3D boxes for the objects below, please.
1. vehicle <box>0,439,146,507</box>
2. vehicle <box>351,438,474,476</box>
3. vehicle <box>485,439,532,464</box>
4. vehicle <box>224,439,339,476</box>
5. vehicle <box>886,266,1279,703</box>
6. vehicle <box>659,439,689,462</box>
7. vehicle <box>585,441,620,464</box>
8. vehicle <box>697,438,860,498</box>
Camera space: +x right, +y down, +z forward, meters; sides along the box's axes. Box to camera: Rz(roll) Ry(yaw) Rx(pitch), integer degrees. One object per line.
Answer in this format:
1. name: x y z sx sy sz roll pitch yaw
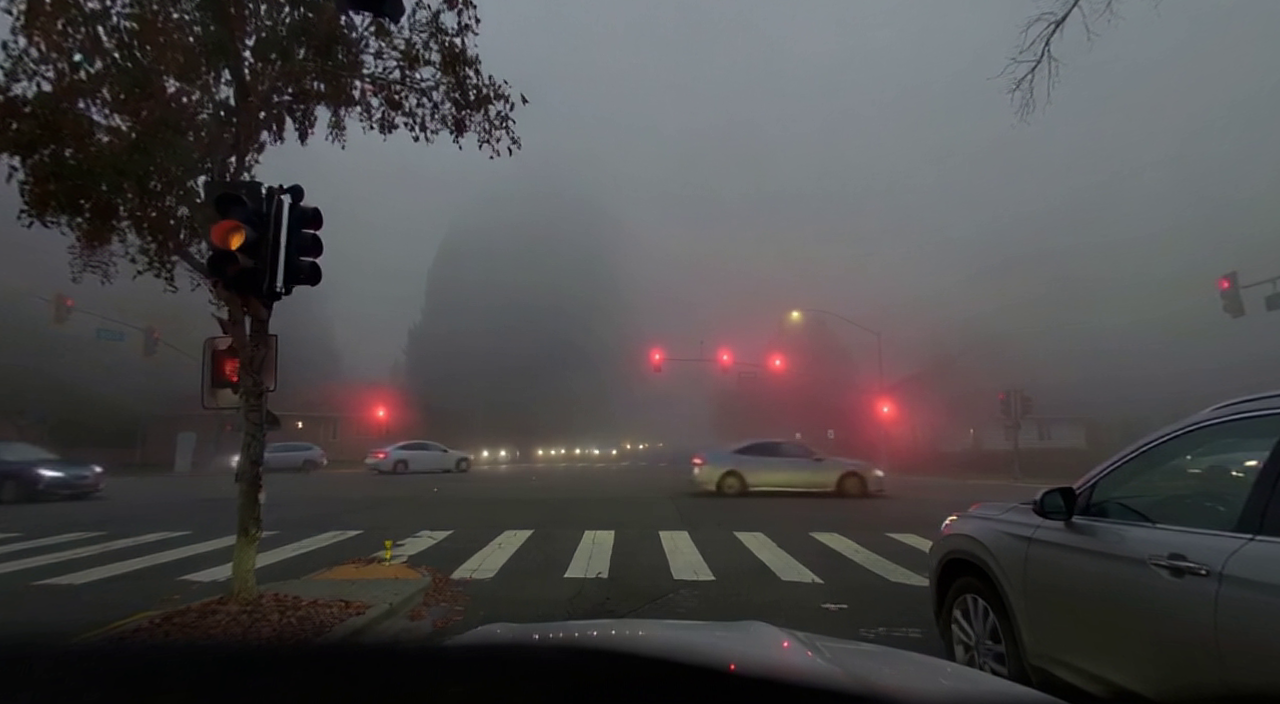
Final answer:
1. vehicle: -15.873 3.060 16.226 4.680 1.620 1.943 0 -9 -1
2. vehicle: -9.661 4.441 26.857 4.689 1.490 1.920 4 -9 -24
3. vehicle: -8.997 6.856 43.664 2.028 1.654 5.027 0 -9 1
4. vehicle: -18.528 5.442 32.831 2.065 1.775 4.667 -7 -11 39
5. vehicle: 2.695 0.708 1.748 2.085 1.800 4.908 0 -9 1
6. vehicle: 2.543 7.500 48.035 2.130 1.633 4.532 0 -9 2
7. vehicle: -2.443 6.716 42.355 2.046 1.491 4.118 0 -8 0
8. vehicle: 3.565 3.070 16.870 3.894 1.487 1.863 0 -9 -1
